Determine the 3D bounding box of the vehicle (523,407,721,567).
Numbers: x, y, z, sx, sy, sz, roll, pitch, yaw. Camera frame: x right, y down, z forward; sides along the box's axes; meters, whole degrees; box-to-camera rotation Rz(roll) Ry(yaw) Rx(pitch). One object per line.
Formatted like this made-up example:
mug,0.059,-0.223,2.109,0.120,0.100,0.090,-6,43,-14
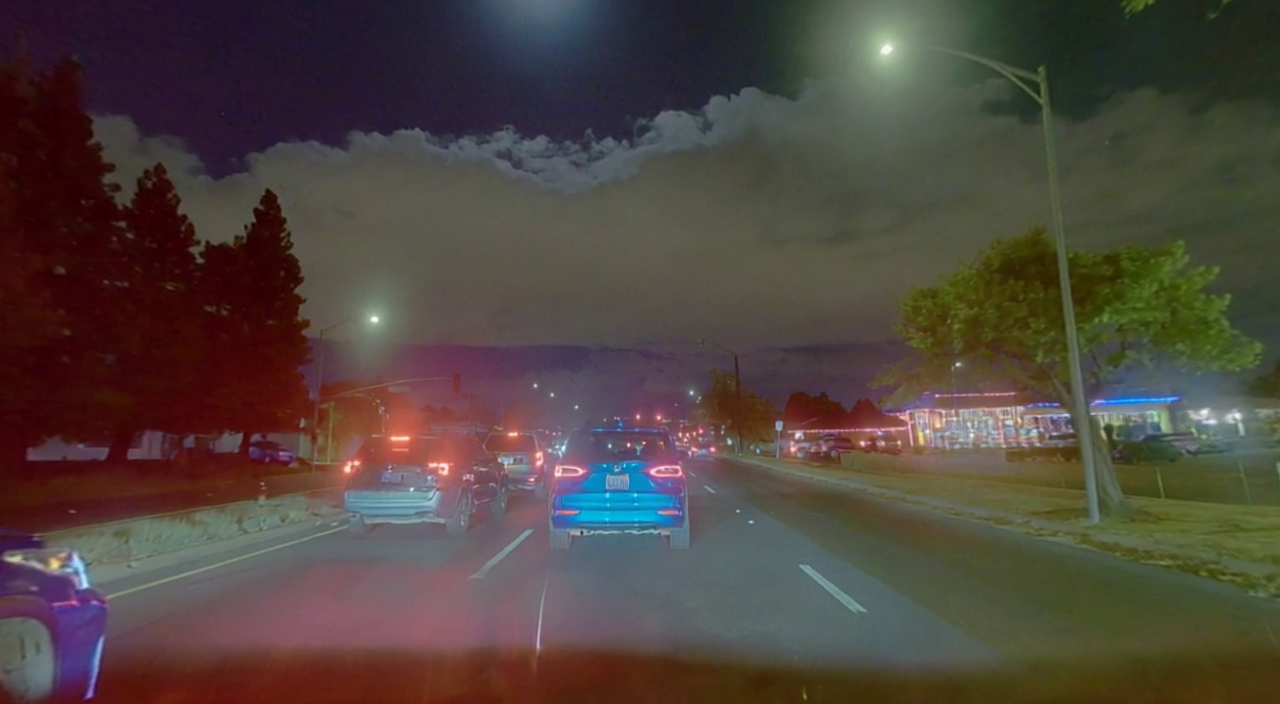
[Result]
vehicle,-0.202,1.745,8.868,2.112,1.693,4.058,0,-8,0

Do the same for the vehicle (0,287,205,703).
vehicle,-3.526,0.528,0.946,2.304,1.928,4.833,0,-8,-1

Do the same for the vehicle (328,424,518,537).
vehicle,-3.665,2.233,11.641,1.948,1.668,4.279,0,-8,0

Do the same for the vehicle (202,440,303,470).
vehicle,-28.528,7.579,46.814,5.856,2.096,2.481,3,-9,-18
